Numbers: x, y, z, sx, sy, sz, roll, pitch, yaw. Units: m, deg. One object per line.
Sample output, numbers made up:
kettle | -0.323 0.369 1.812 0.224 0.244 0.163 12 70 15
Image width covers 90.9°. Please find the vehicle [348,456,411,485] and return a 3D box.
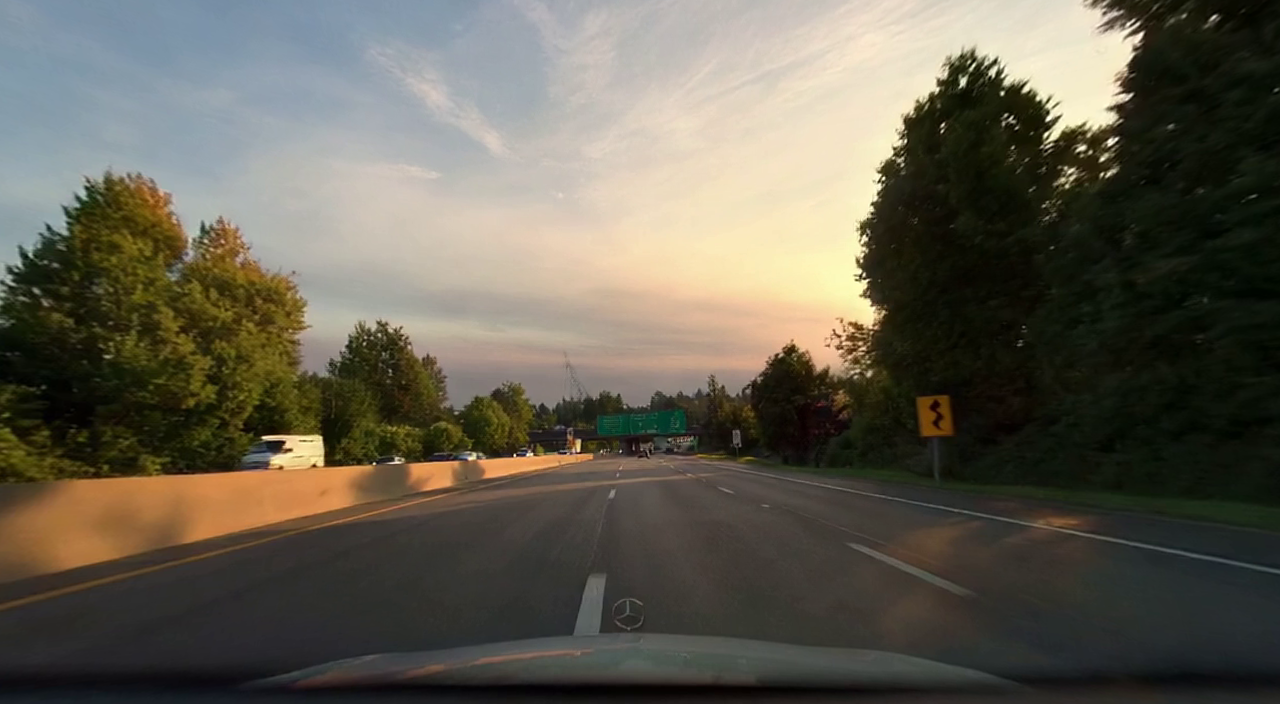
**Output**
vehicle | -14.401 6.568 35.040 1.870 1.449 3.742 0 -9 0

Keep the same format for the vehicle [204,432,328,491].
vehicle | -18.596 5.473 31.853 2.383 2.644 6.169 0 -9 0
